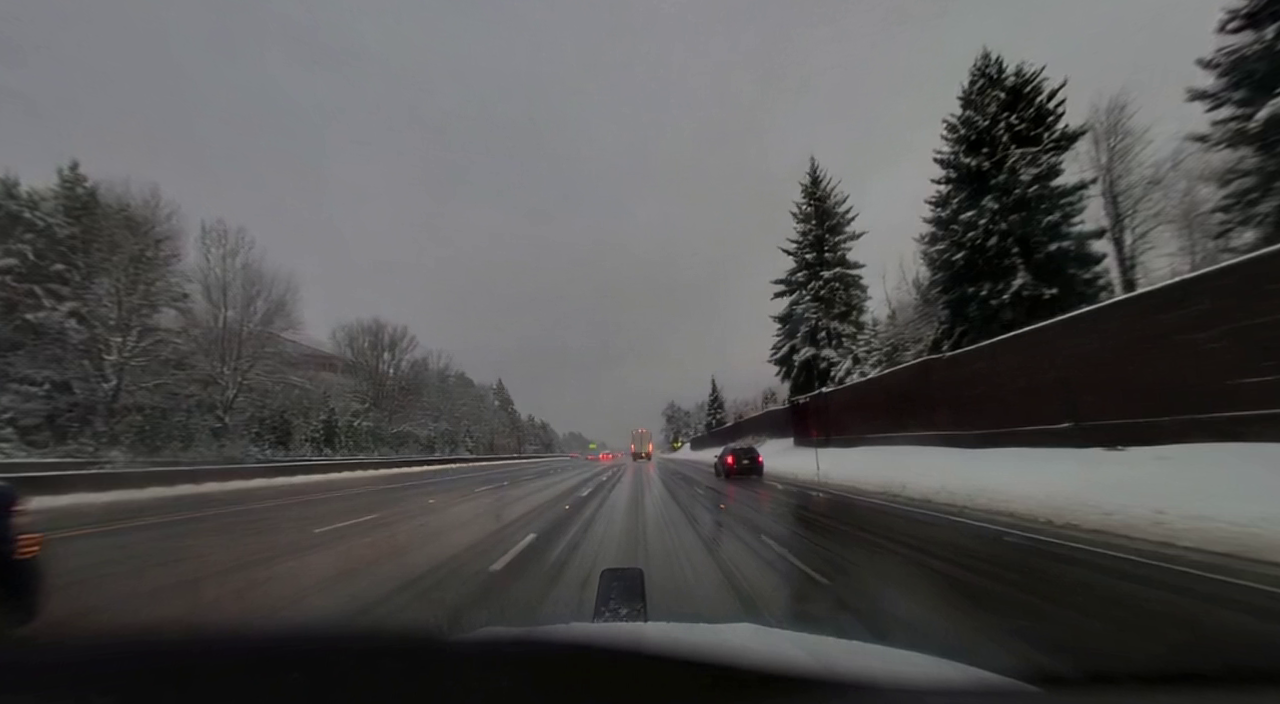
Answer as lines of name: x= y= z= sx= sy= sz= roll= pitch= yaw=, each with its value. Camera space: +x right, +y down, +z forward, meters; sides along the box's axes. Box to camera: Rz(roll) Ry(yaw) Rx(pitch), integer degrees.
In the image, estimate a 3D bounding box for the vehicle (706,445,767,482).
vehicle: x=4.281 y=5.017 z=28.680 sx=1.973 sy=1.536 sz=4.337 roll=0 pitch=-9 yaw=-1
